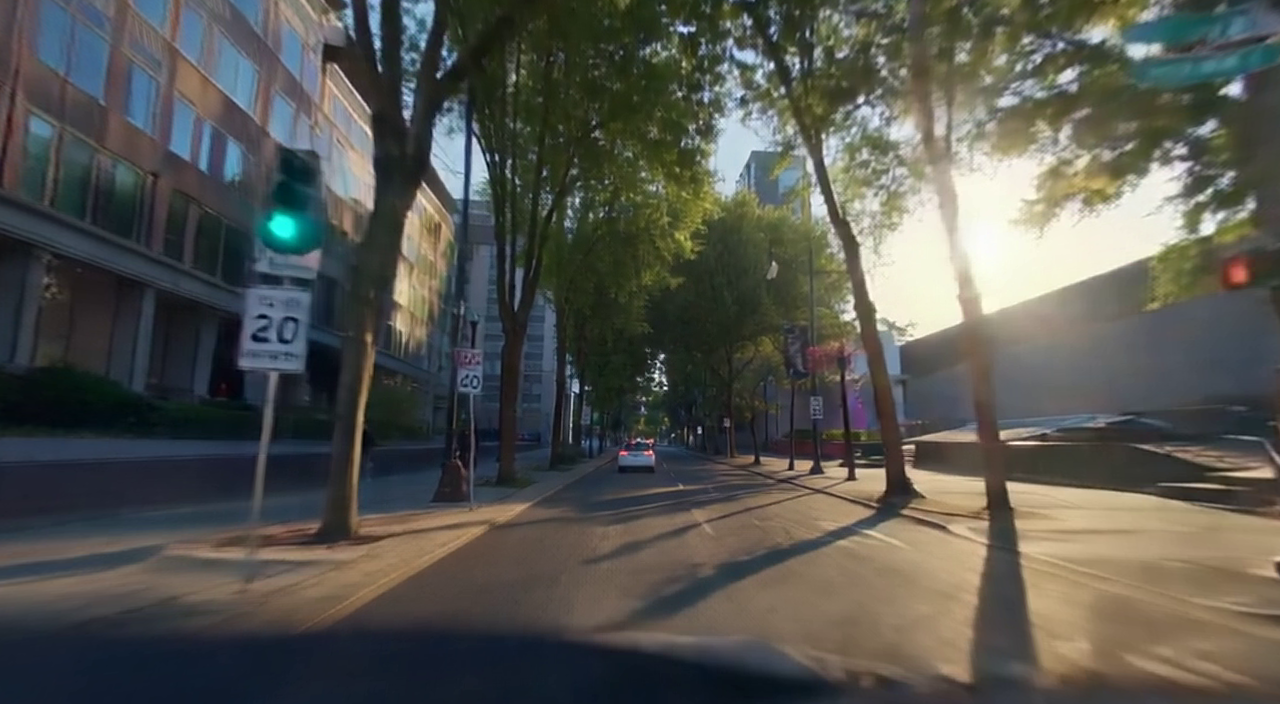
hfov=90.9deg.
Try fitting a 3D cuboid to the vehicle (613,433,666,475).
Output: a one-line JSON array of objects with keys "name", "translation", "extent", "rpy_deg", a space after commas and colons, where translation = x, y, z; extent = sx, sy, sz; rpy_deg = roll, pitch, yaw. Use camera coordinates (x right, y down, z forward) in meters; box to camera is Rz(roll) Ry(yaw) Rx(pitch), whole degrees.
[{"name": "vehicle", "translation": [-0.058, 4.253, 26.511], "extent": [2.079, 1.621, 3.861], "rpy_deg": [0, -8, -1]}]
